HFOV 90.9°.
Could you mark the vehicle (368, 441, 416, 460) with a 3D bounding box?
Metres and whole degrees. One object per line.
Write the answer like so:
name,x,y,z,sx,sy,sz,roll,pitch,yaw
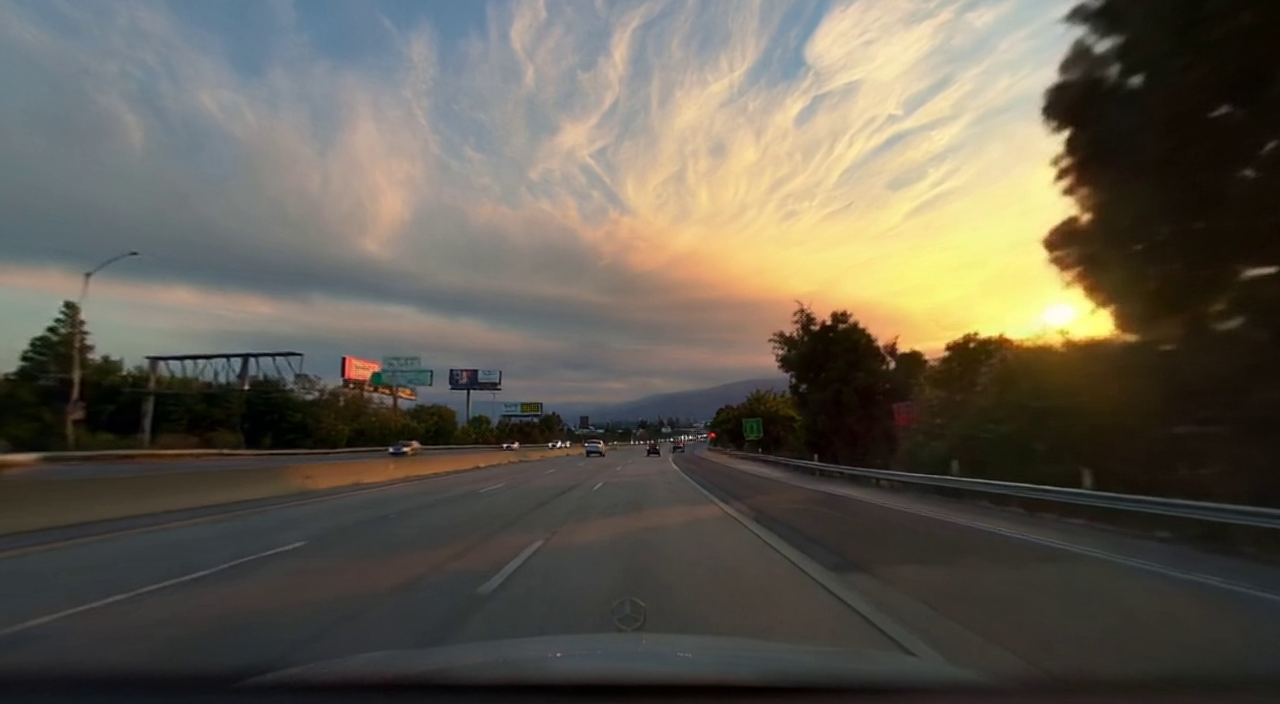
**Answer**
vehicle,-17.746,7.066,45.312,1.914,1.269,3.536,0,-8,3
